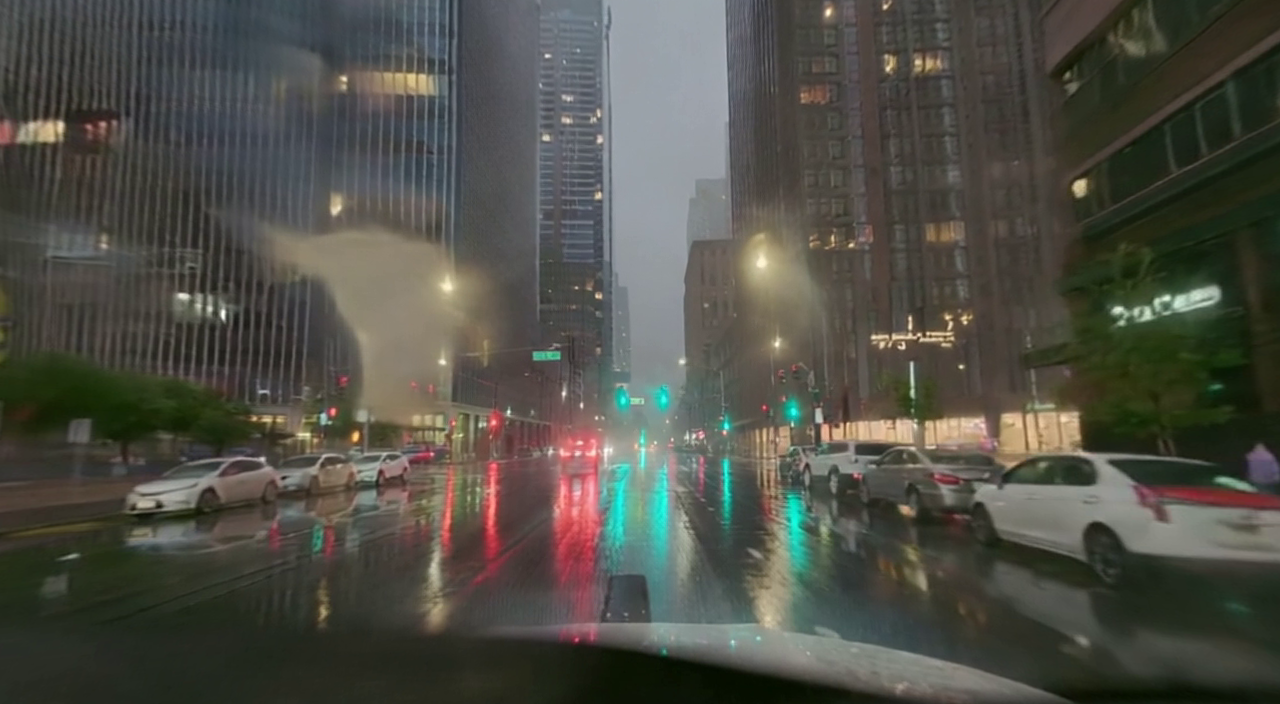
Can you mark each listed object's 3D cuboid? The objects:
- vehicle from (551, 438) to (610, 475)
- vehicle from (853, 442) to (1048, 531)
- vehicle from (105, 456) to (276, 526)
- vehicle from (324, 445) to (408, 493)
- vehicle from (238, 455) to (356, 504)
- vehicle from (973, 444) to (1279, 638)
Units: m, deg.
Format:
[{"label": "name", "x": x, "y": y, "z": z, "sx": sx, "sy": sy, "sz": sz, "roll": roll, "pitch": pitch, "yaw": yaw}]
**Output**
[{"label": "vehicle", "x": -2.564, "y": 4.624, "z": 28.219, "sx": 2.014, "sy": 1.480, "sz": 4.780, "roll": 0, "pitch": -8, "yaw": 2}, {"label": "vehicle", "x": 5.962, "y": 2.582, "z": 12.830, "sx": 1.760, "sy": 1.471, "sz": 4.453, "roll": 0, "pitch": -8, "yaw": 1}, {"label": "vehicle", "x": -12.190, "y": 3.734, "z": 17.485, "sx": 1.845, "sy": 1.493, "sz": 4.107, "roll": -4, "pitch": -8, "yaw": -2}, {"label": "vehicle", "x": -12.086, "y": 5.129, "z": 28.103, "sx": 1.890, "sy": 1.781, "sz": 4.331, "roll": -5, "pitch": -8, "yaw": -2}, {"label": "vehicle", "x": -12.133, "y": 4.500, "z": 22.708, "sx": 1.808, "sy": 1.475, "sz": 4.550, "roll": 0, "pitch": -8, "yaw": -2}, {"label": "vehicle", "x": 5.885, "y": 1.758, "z": 6.959, "sx": 1.967, "sy": 1.460, "sz": 4.558, "roll": 0, "pitch": -8, "yaw": 1}]
